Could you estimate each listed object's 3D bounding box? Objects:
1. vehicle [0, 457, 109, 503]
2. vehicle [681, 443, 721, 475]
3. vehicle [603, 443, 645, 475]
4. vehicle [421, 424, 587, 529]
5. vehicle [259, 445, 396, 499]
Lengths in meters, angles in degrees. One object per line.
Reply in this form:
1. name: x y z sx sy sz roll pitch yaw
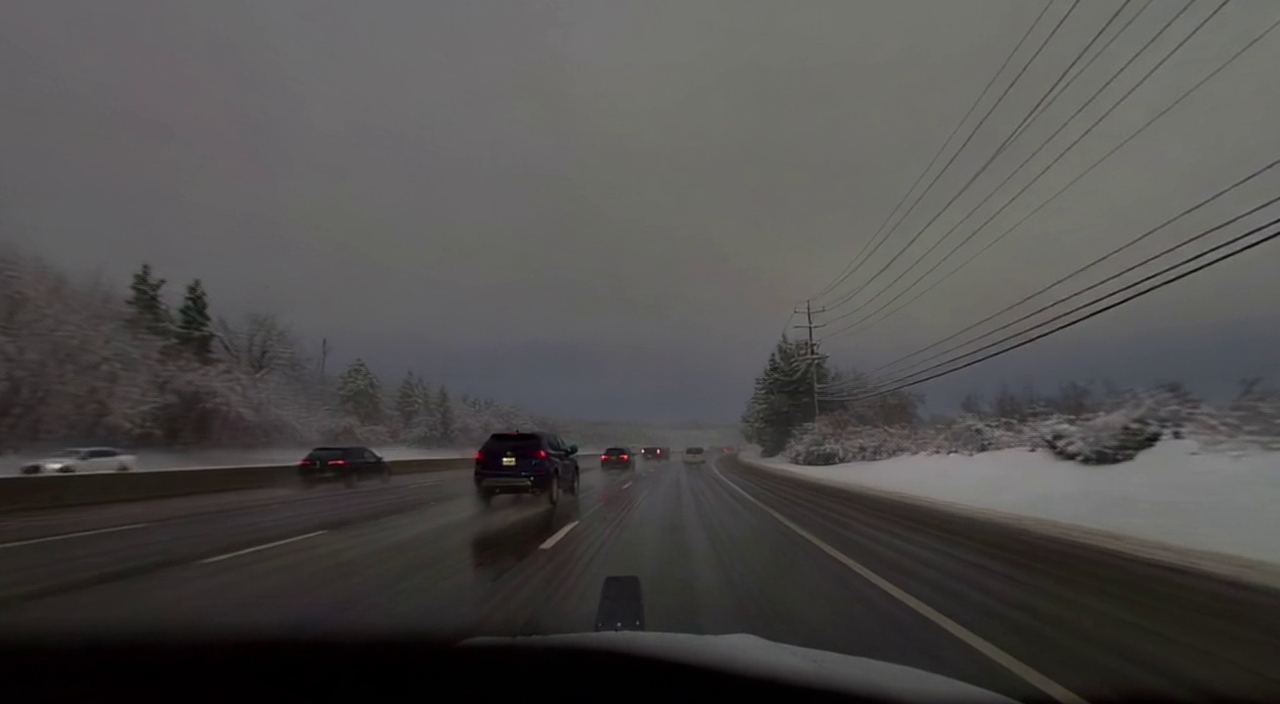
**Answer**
1. vehicle: -23.177 4.791 23.917 1.841 1.523 4.494 -1 -9 4
2. vehicle: 3.349 5.883 34.847 2.038 1.677 4.219 -1 -9 5
3. vehicle: -0.852 6.133 36.289 1.976 1.688 4.124 -1 -9 5
4. vehicle: -2.588 2.549 13.541 2.202 1.801 4.959 -1 -9 3
5. vehicle: -9.858 3.790 20.326 1.954 1.517 4.378 -1 -9 3
